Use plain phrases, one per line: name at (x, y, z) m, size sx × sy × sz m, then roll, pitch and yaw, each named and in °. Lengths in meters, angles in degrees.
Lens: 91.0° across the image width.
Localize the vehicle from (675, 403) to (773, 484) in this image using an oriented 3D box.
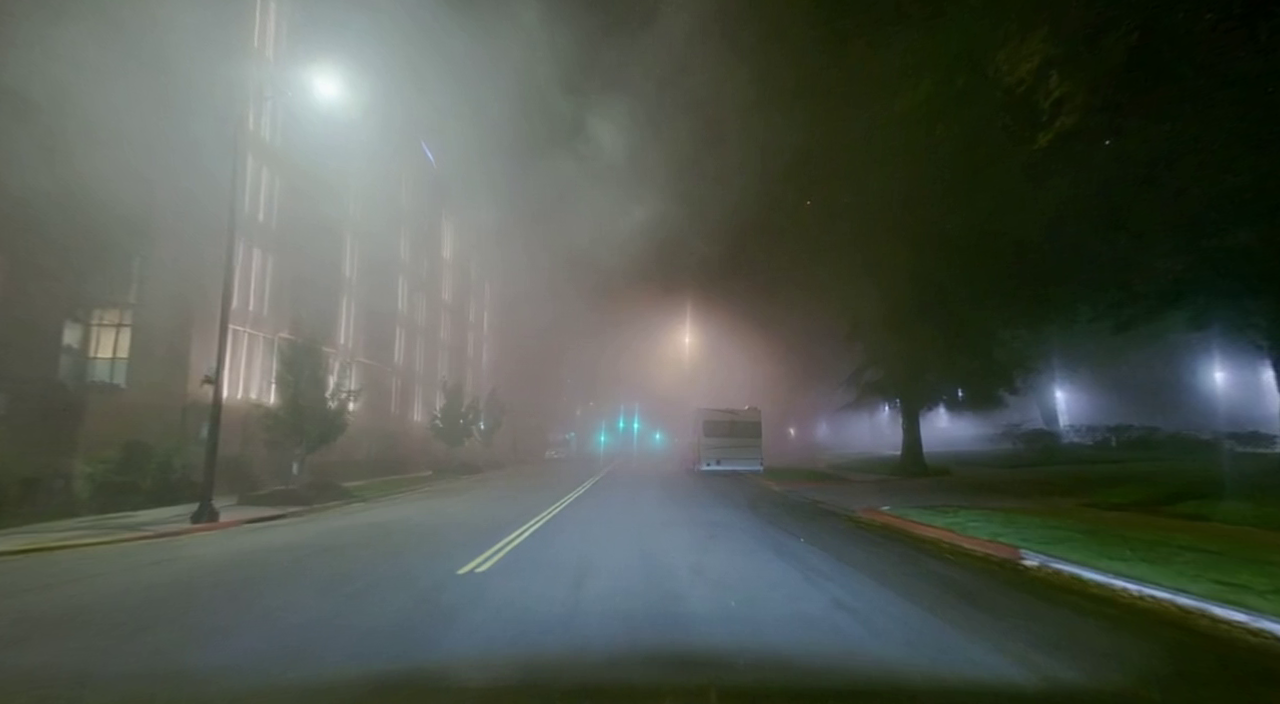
vehicle at (3.539, 4.168, 29.078) m, size 3.074 × 3.099 × 8.805 m, roll 1°, pitch -8°, yaw -2°
